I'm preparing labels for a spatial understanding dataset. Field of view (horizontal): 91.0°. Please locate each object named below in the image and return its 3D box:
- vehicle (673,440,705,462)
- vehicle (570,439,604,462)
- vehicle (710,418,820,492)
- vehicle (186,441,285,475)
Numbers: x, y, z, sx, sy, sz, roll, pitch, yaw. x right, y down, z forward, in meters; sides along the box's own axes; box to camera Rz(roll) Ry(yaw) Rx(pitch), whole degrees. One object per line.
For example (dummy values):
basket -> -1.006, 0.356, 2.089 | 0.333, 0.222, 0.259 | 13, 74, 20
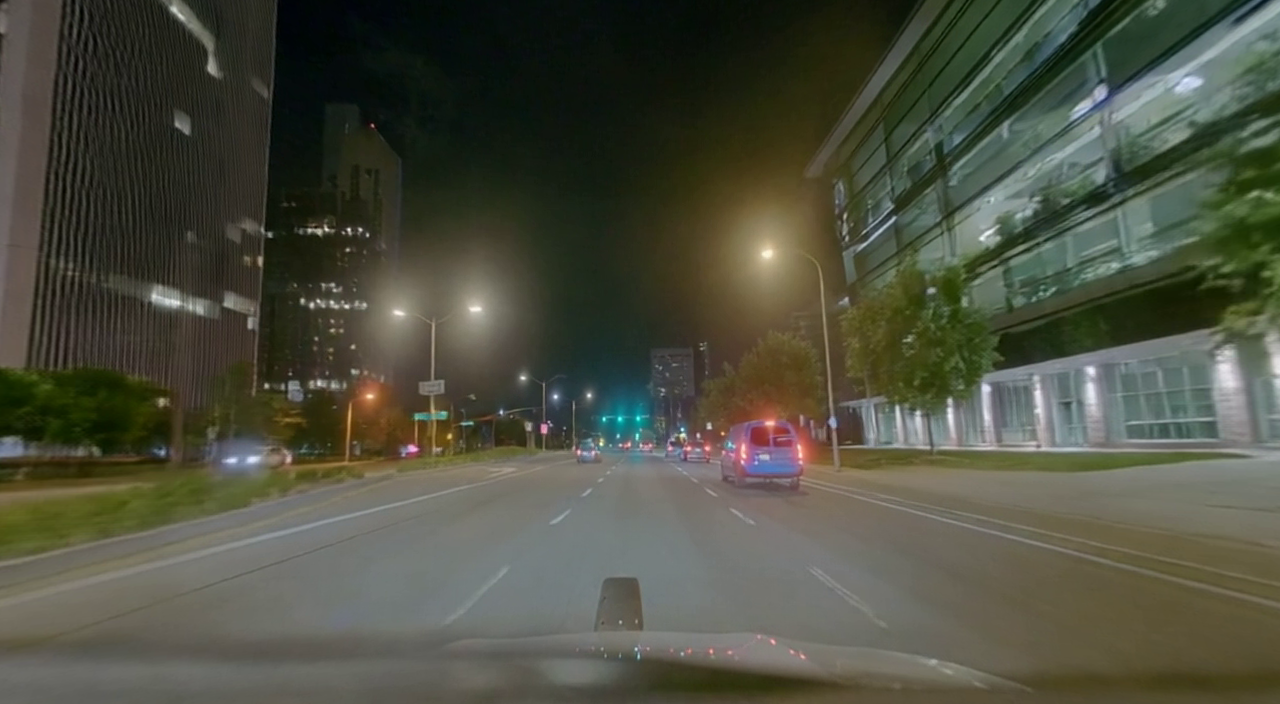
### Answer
vehicle -> 3.405, 6.958, 44.285 | 1.867, 1.493, 4.190 | 0, -9, -1
vehicle -> -3.543, 6.709, 42.822 | 1.864, 1.464, 4.195 | 0, -9, 1
vehicle -> 3.558, 3.070, 19.067 | 2.200, 1.914, 5.145 | 0, -9, -1
vehicle -> -19.909, 5.224, 31.250 | 1.836, 1.512, 4.493 | 0, -8, 1
